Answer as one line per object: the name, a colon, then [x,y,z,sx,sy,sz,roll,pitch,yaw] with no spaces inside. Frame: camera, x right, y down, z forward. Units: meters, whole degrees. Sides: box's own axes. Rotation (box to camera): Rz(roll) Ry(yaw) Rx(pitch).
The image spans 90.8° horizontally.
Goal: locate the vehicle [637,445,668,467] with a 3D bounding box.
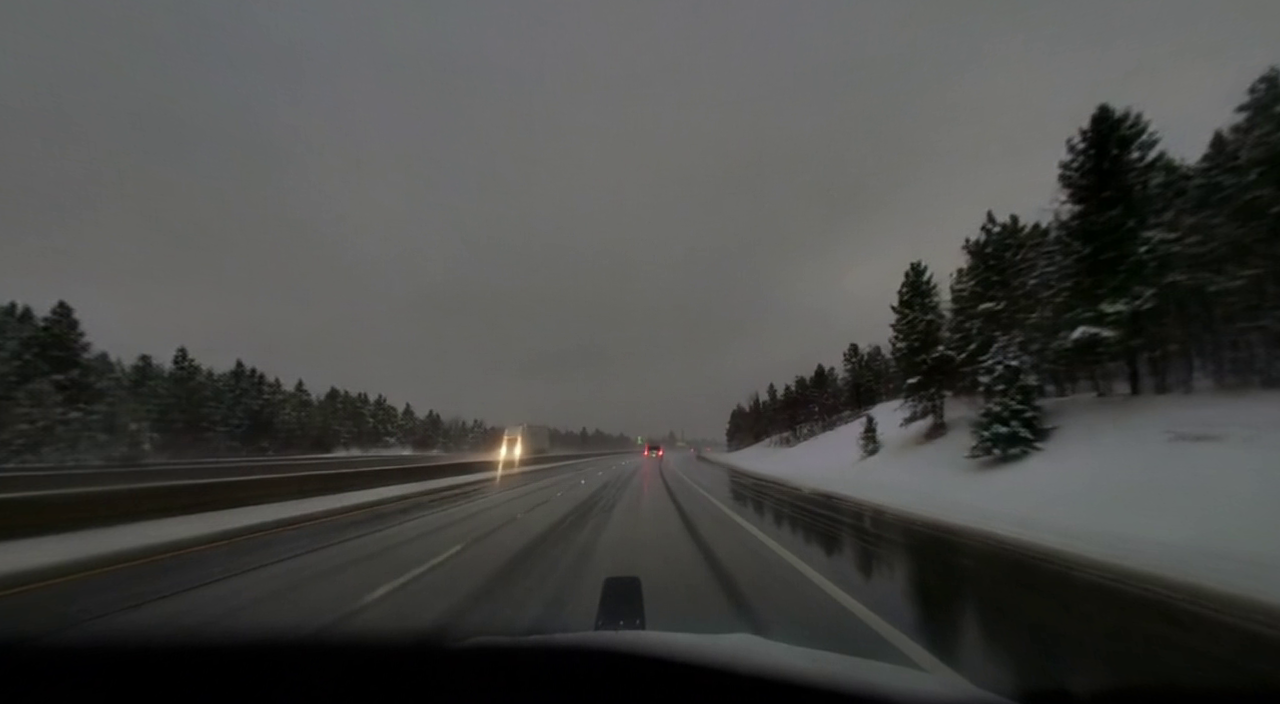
vehicle: [0.980,7.820,47.545,2.221,1.603,4.149,0,-9,1]
